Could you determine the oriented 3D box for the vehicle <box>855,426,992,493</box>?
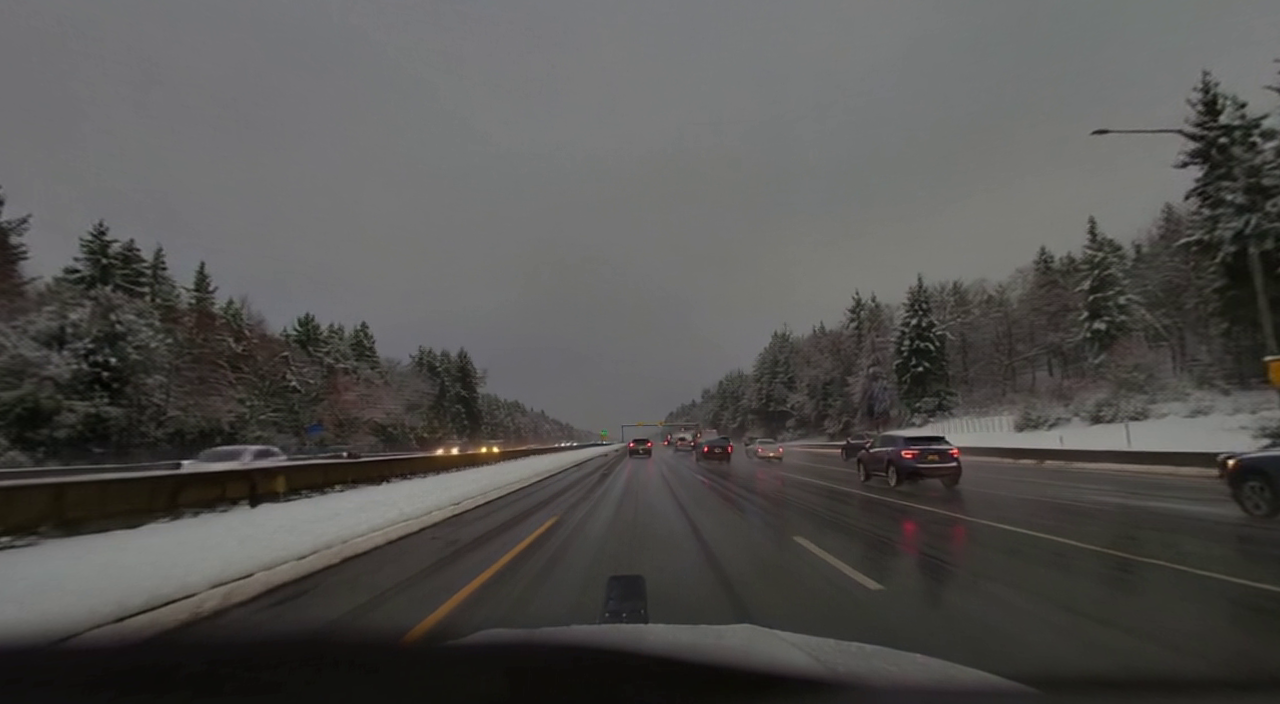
[{"bbox_3d":[8.039,3.083,18.417,1.986,1.703,4.226,0,-8,-1],"label":"vehicle"}]

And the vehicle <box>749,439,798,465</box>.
[{"bbox_3d":[7.916,5.970,37.775,1.919,1.476,4.303,0,-8,-1],"label":"vehicle"}]

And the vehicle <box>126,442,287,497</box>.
[{"bbox_3d":[-13.801,3.731,20.498,2.103,1.542,4.434,0,-8,0],"label":"vehicle"}]

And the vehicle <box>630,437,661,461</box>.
[{"bbox_3d":[0.410,6.895,45.044,2.124,1.639,4.122,0,-8,1],"label":"vehicle"}]

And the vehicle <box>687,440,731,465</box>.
[{"bbox_3d":[4.199,6.171,38.931,2.118,1.438,4.312,0,-8,-1],"label":"vehicle"}]
